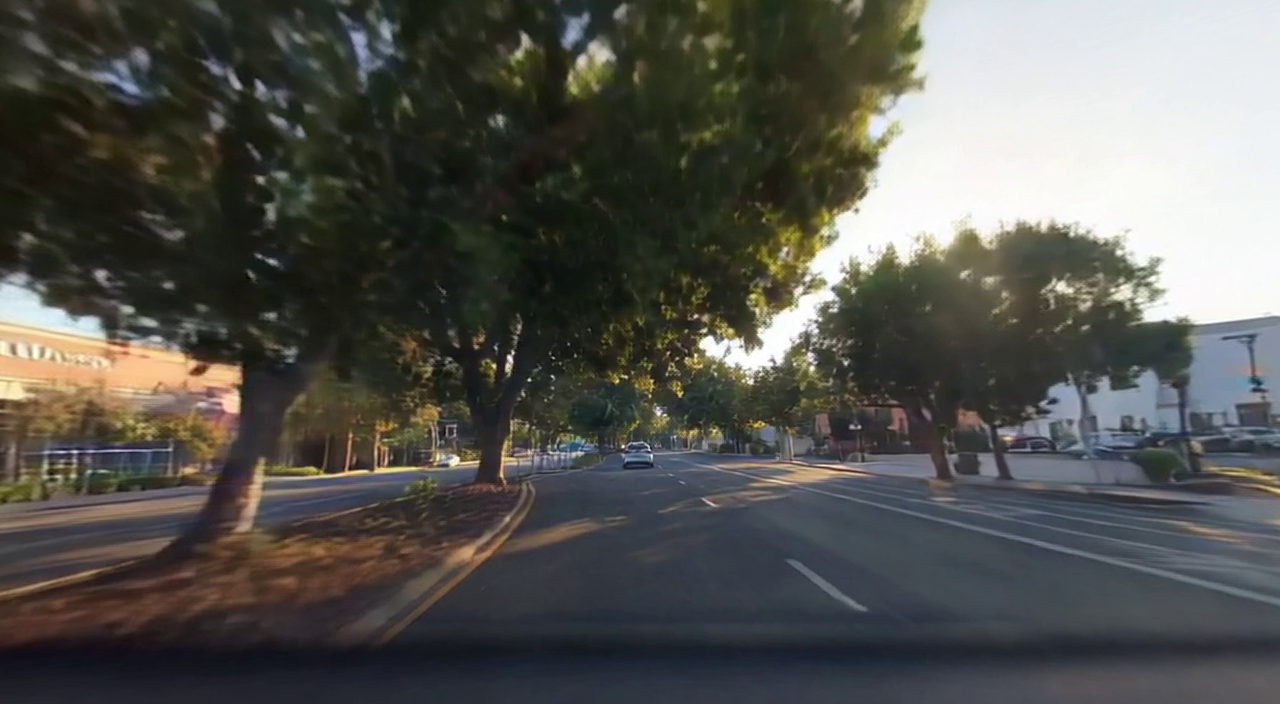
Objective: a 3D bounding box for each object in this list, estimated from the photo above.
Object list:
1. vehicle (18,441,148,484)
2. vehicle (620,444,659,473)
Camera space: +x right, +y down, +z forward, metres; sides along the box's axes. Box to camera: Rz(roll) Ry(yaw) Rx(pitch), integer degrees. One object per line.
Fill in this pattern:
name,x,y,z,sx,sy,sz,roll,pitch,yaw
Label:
vehicle,-28.145,5.571,32.091,2.191,1.947,5.156,1,-9,-5
vehicle,-0.073,5.746,34.062,1.998,1.452,3.773,0,-9,-2
